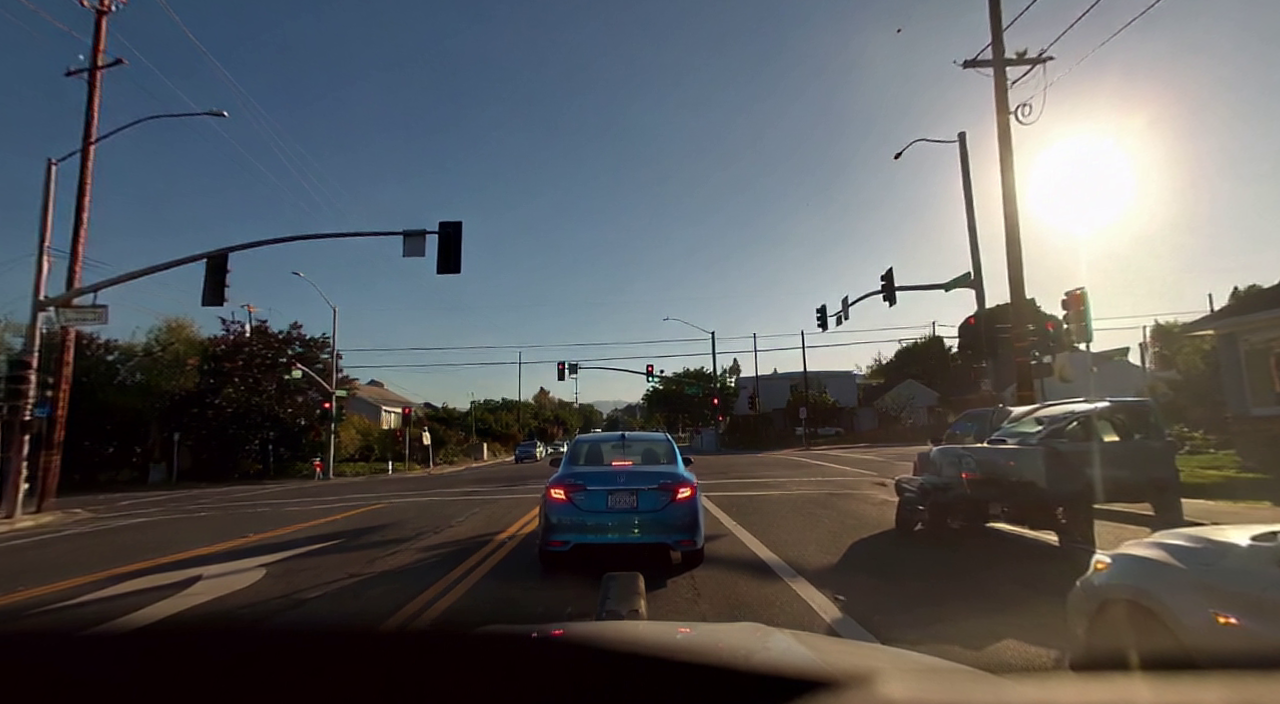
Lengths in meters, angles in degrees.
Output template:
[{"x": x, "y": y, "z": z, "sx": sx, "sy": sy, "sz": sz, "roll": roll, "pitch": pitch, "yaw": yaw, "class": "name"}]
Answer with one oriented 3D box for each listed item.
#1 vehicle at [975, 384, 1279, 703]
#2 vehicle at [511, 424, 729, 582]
[{"x": 2.927, "y": 0.835, "z": 1.834, "sx": 1.860, "sy": 1.494, "sz": 3.707, "roll": 0, "pitch": -8, "yaw": 0, "class": "vehicle"}, {"x": -0.224, "y": 1.750, "z": 8.173, "sx": 2.061, "sy": 1.485, "sz": 4.196, "roll": 0, "pitch": -8, "yaw": -1, "class": "vehicle"}]
